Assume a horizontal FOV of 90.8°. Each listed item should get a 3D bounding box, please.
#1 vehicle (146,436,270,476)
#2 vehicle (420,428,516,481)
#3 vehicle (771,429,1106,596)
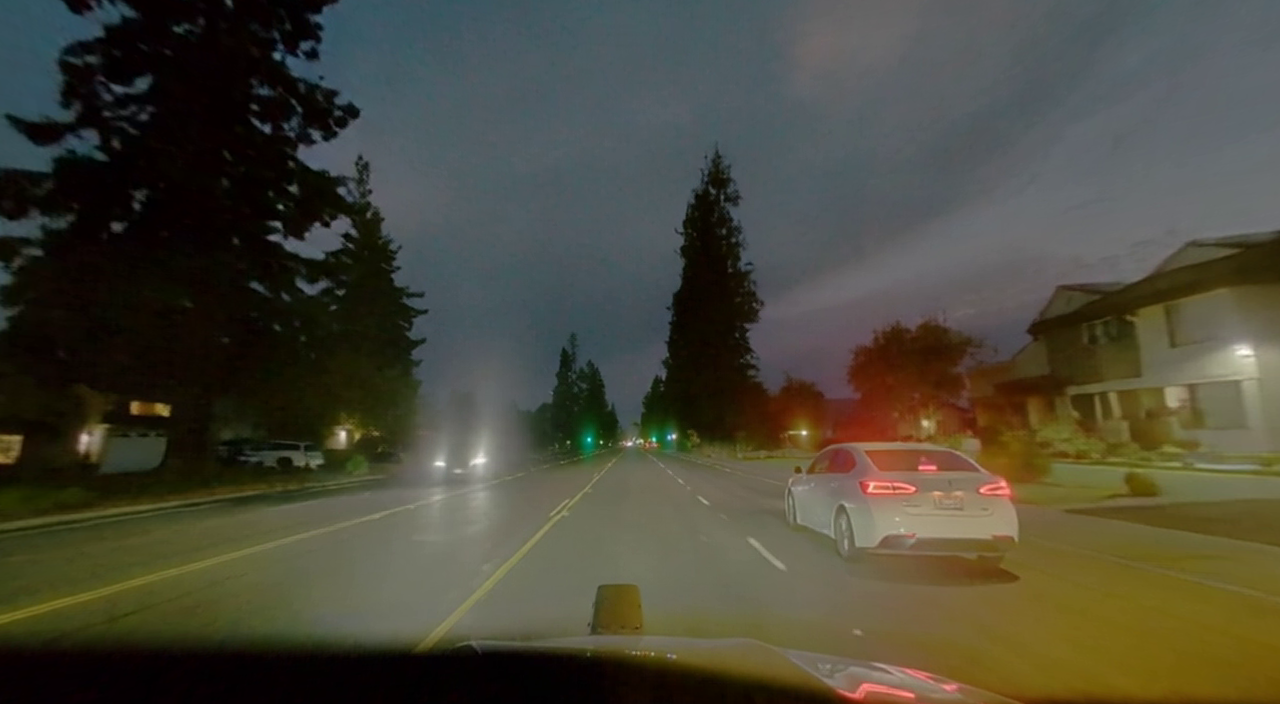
[{"bbox_3d":[-20.626,4.963,30.299,4.445,1.822,2.095,-1,-8,3],"label":"vehicle"},{"bbox_3d":[-7.136,4.335,27.079,2.334,1.985,6.274,0,-8,0],"label":"vehicle"},{"bbox_3d":[3.164,1.766,7.904,2.057,1.493,4.225,0,-8,-1],"label":"vehicle"}]
